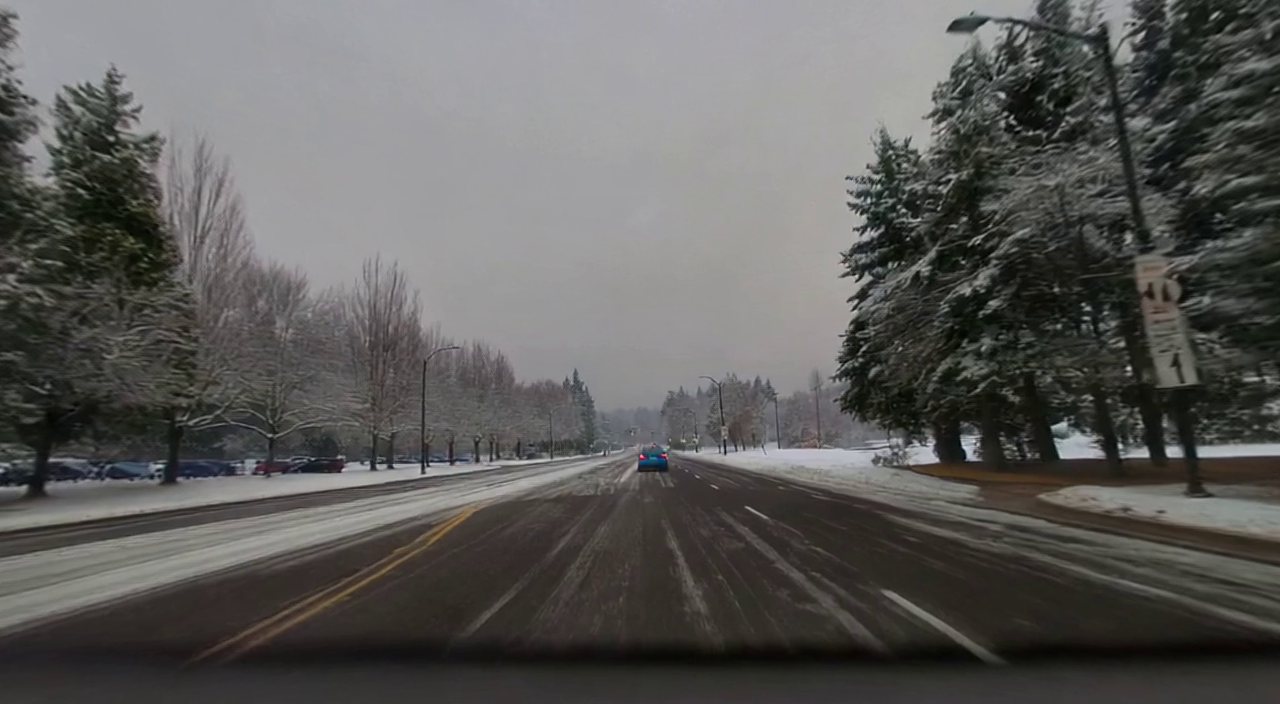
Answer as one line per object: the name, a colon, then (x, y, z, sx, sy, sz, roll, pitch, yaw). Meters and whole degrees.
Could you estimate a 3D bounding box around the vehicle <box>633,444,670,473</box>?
vehicle: (0.603, 6.012, 35.743, 1.978, 1.499, 3.915, 0, -8, 0)

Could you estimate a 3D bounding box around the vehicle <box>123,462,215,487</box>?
vehicle: (-29.749, 7.730, 39.921, 4.316, 1.438, 1.843, -1, -8, 1)

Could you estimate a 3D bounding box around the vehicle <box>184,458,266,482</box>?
vehicle: (-29.411, 8.366, 44.774, 4.389, 1.588, 2.048, -1, -8, 0)

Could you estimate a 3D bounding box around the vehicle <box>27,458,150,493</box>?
vehicle: (-30.350, 6.789, 34.818, 4.653, 1.727, 2.126, 0, -8, -2)
